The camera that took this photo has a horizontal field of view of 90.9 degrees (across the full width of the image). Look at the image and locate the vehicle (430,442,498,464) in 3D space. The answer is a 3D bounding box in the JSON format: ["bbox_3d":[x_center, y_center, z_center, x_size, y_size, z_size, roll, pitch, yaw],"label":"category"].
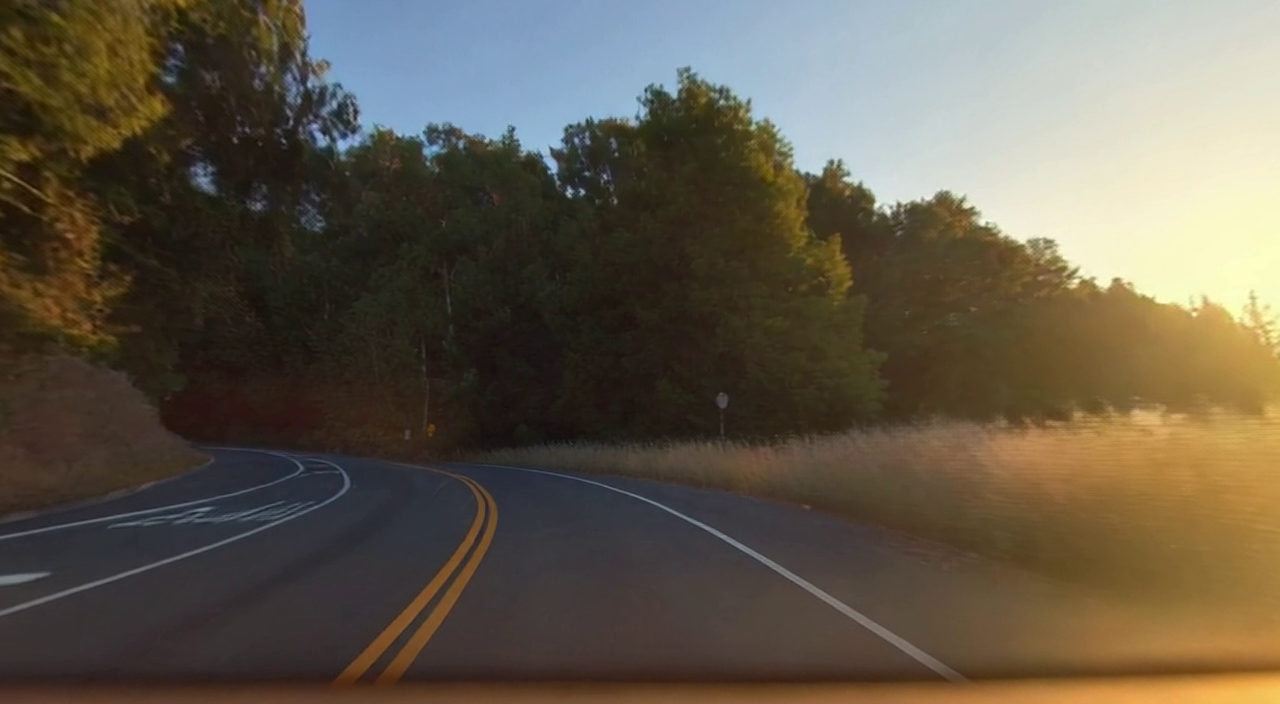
[{"bbox_3d":[-13.579,7.801,48.779,2.042,1.612,4.612,-8,-11,42],"label":"vehicle"}]
